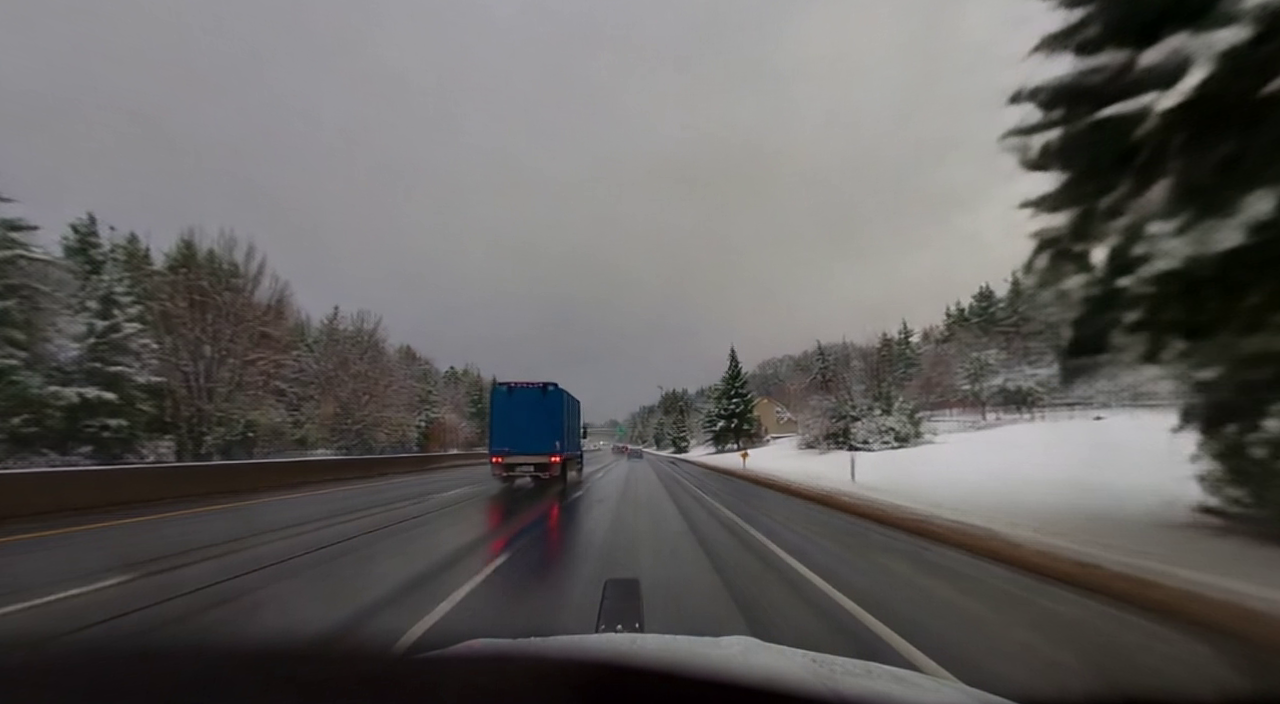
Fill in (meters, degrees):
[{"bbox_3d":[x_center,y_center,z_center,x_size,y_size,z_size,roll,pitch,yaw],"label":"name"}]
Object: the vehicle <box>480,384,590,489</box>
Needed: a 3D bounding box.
[{"bbox_3d":[-3.649,3.270,24.216,2.874,3.309,8.208,0,-8,-1],"label":"vehicle"}]
